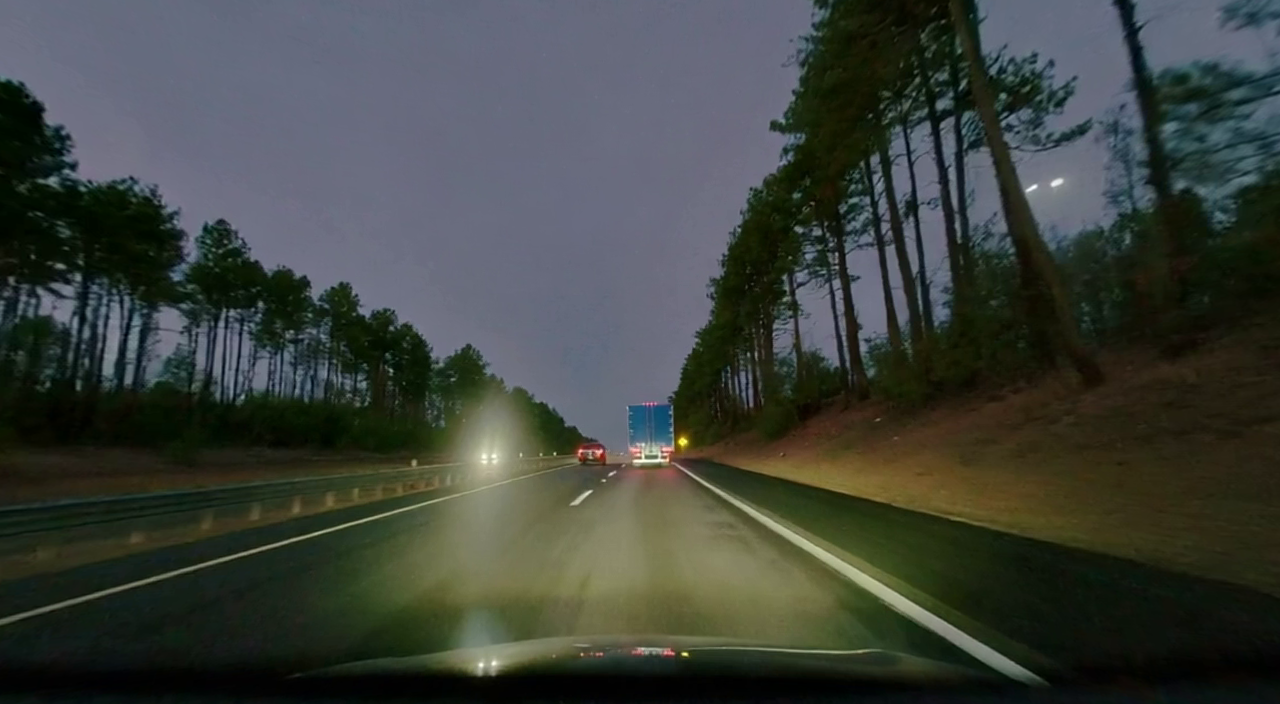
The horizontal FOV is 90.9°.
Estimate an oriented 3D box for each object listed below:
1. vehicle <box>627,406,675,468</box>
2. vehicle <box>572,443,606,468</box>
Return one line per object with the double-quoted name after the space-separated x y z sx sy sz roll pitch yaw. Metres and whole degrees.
0.713 6.654 49.082 3.320 4.173 11.889 0 -8 0 "vehicle"
-3.598 7.412 45.341 2.092 1.702 4.297 0 -8 0 "vehicle"
